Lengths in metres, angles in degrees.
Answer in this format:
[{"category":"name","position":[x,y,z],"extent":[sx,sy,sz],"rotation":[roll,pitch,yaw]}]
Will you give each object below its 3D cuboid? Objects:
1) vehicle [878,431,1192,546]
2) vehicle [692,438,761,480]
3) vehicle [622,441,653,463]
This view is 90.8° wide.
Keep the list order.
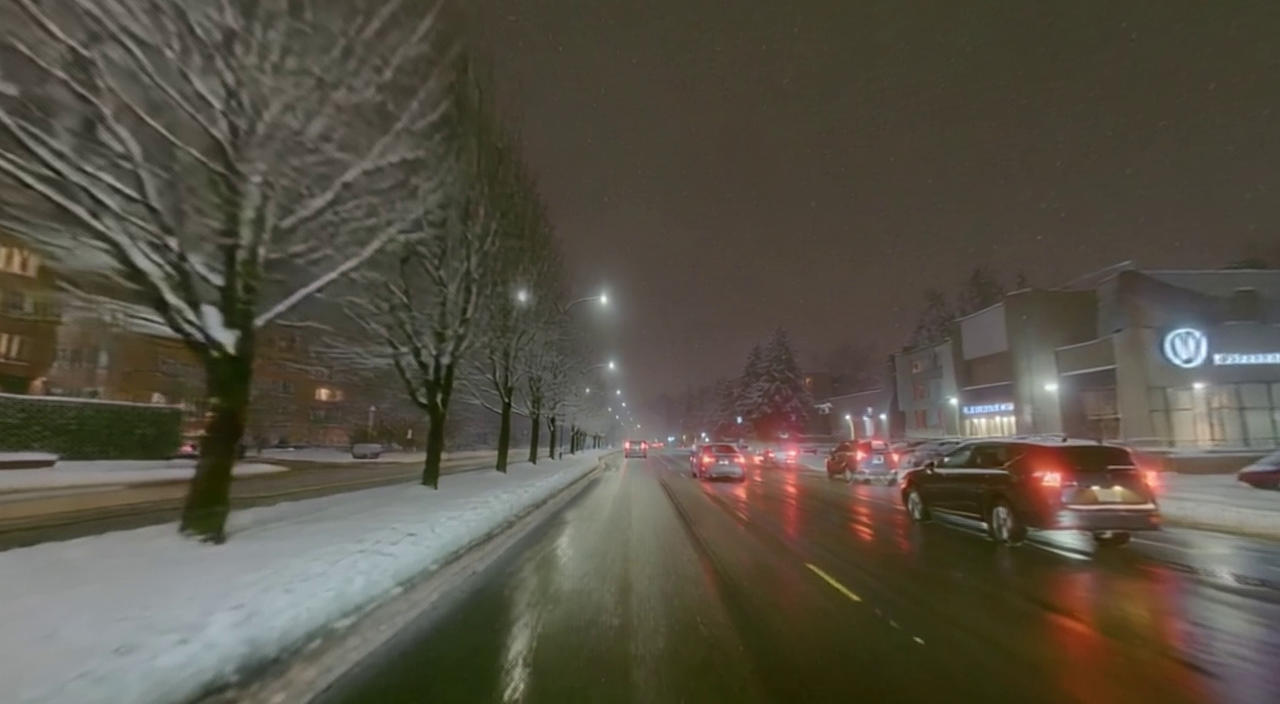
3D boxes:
[{"category":"vehicle","position":[6.233,2.181,10.879],"extent":[2.098,1.507,4.655],"rotation":[1,-9,-5]},{"category":"vehicle","position":[3.320,4.240,25.266],"extent":[1.953,1.514,4.672],"rotation":[0,-8,-2]},{"category":"vehicle","position":[-0.244,7.059,44.583],"extent":[2.095,1.456,3.873],"rotation":[0,-8,-1]}]
